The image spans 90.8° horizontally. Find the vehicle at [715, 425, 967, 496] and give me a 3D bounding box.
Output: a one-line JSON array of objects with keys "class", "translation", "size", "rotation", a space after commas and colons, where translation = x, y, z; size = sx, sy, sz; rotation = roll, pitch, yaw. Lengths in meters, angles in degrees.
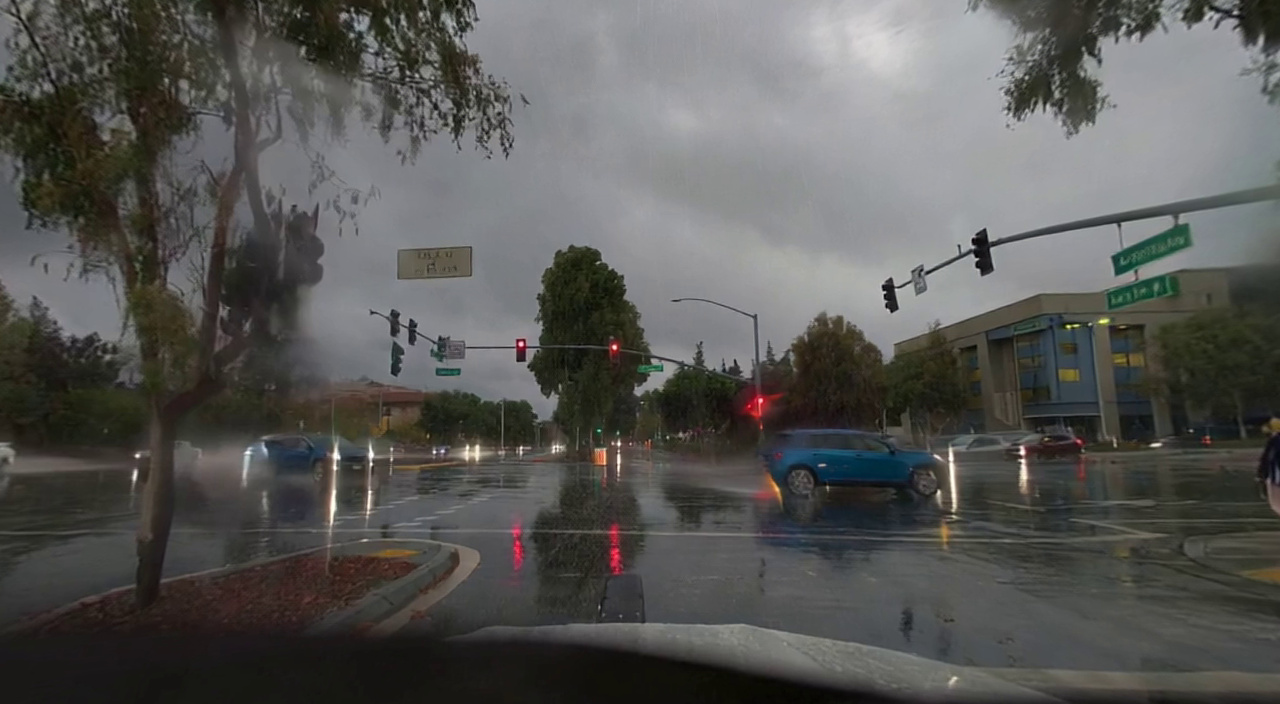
[{"class": "vehicle", "translation": [5.264, 2.975, 17.542], "size": [6.196, 1.777, 2.457], "rotation": [-1, -8, 5]}]

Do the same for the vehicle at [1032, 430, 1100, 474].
[{"class": "vehicle", "translation": [19.094, 4.445, 28.232], "size": [2.180, 1.762, 4.742], "rotation": [-6, -10, 36]}]

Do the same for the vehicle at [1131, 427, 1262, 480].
[{"class": "vehicle", "translation": [20.348, 3.674, 23.075], "size": [4.780, 1.719, 2.156], "rotation": [5, -10, -32]}]

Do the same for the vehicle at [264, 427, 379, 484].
[{"class": "vehicle", "translation": [-11.393, 3.639, 22.481], "size": [4.509, 1.821, 2.066], "rotation": [-8, -11, 42]}]

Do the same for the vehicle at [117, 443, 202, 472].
[{"class": "vehicle", "translation": [-31.024, 6.806, 40.978], "size": [1.961, 1.708, 4.678], "rotation": [0, -8, -3]}]

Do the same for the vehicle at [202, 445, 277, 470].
[{"class": "vehicle", "translation": [-23.960, 6.305, 38.014], "size": [2.099, 1.407, 3.941], "rotation": [0, -8, -4]}]
